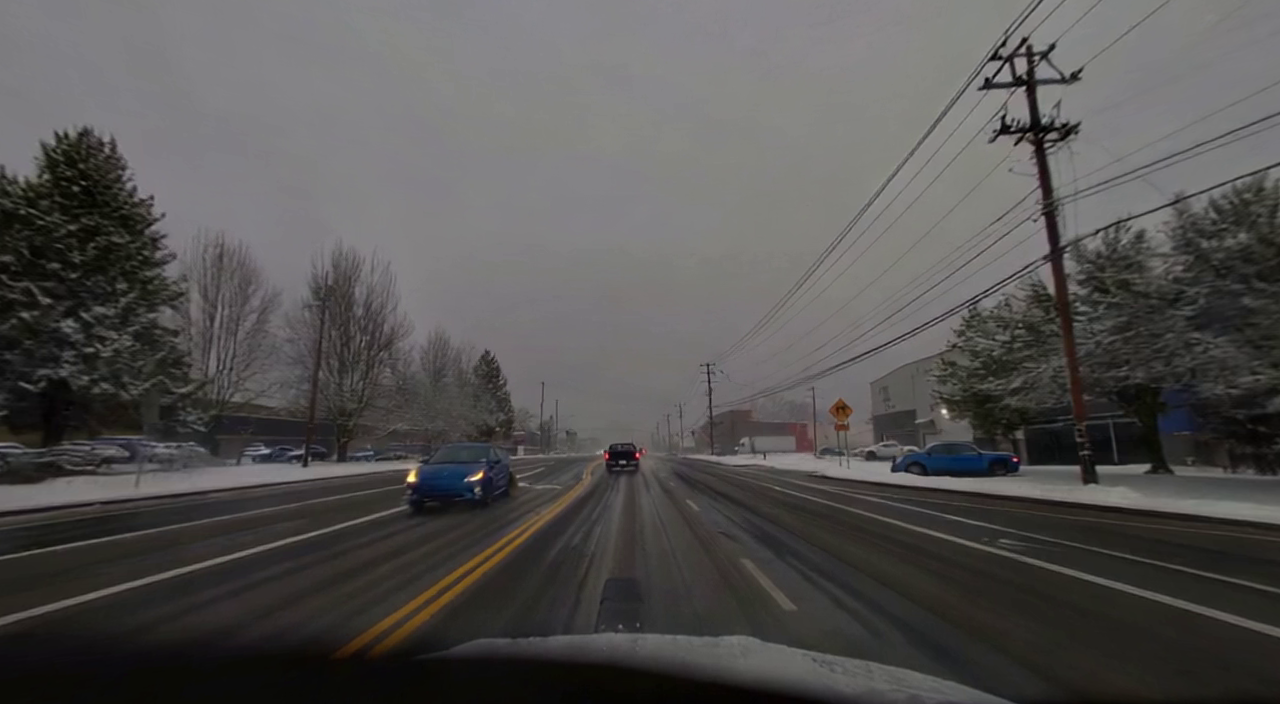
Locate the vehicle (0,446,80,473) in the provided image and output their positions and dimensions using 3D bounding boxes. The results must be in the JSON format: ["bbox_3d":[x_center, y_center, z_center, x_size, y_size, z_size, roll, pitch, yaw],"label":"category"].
[{"bbox_3d":[-40.132,7.051,41.589,4.565,1.737,1.983,0,-8,1],"label":"vehicle"}]

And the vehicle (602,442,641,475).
[{"bbox_3d":[-0.967,5.507,32.986,1.937,1.588,3.746,0,-8,-1],"label":"vehicle"}]

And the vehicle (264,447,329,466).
[{"bbox_3d":[-26.946,8.212,49.672,3.983,1.472,1.898,0,-8,-1],"label":"vehicle"}]

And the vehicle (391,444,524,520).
[{"bbox_3d":[-3.909,2.817,14.322,1.863,1.435,4.204,0,-8,-1],"label":"vehicle"}]

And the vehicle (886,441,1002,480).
[{"bbox_3d":[17.264,6.168,36.302,2.423,2.005,5.671,3,-9,-23],"label":"vehicle"}]
